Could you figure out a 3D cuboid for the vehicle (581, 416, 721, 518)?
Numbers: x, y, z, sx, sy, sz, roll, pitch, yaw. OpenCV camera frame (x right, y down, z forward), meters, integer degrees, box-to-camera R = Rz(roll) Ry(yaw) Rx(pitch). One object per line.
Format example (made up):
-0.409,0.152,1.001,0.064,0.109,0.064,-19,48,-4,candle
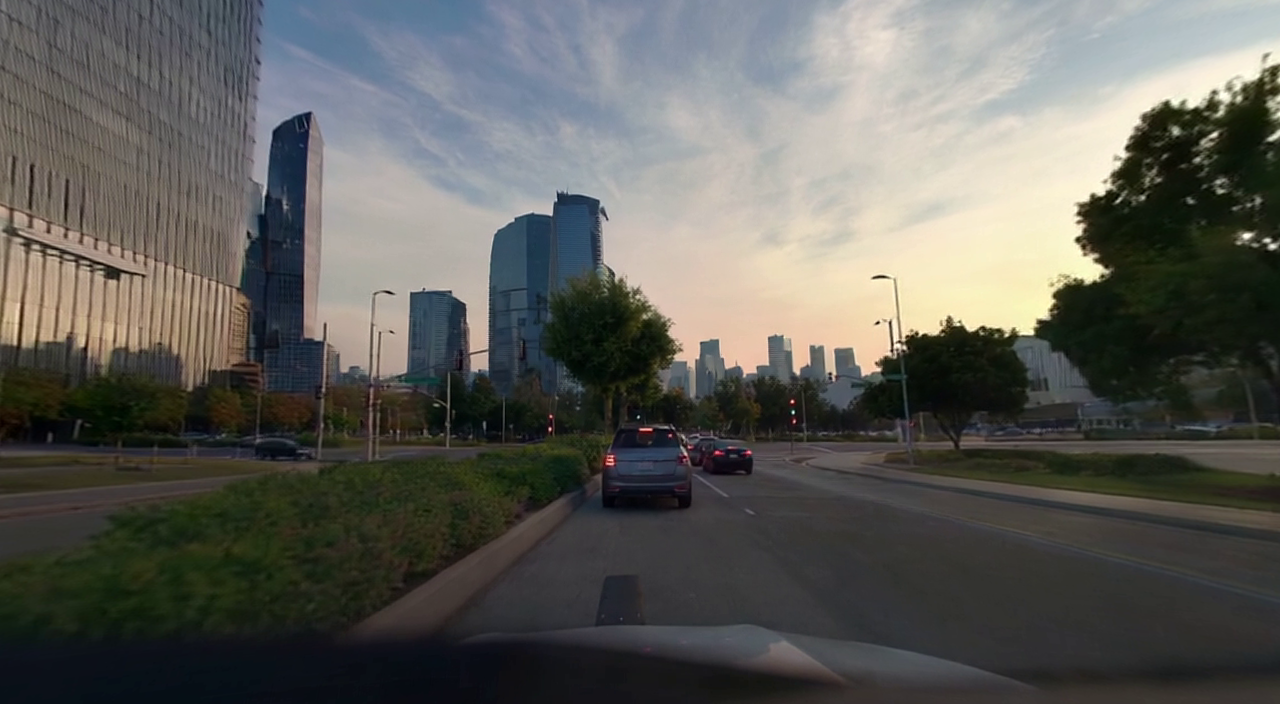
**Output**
0.223,2.491,14.078,2.601,1.878,4.535,0,-9,0,vehicle

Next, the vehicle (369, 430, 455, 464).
-16.691,6.924,45.913,6.448,2.310,2.717,-6,-11,37,vehicle
